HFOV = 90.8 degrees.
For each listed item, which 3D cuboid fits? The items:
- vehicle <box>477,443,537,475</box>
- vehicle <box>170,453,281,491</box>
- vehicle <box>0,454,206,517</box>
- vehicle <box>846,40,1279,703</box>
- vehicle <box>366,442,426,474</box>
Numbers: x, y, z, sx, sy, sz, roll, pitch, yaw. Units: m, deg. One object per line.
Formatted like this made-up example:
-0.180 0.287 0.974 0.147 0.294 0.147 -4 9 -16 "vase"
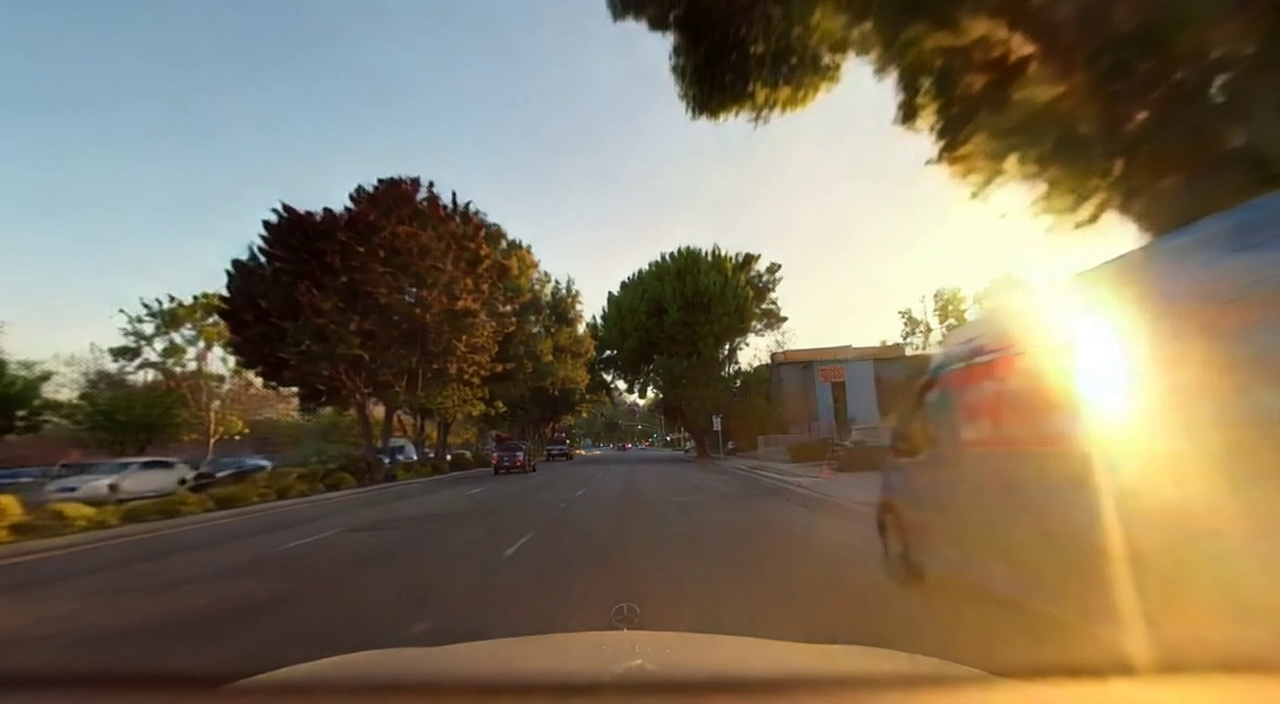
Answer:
-6.477 5.262 31.253 1.970 1.456 4.441 0 -9 1 "vehicle"
-17.754 5.124 27.333 1.849 1.457 4.308 0 -9 0 "vehicle"
-14.661 3.571 17.469 2.031 1.466 4.592 0 -9 0 "vehicle"
3.649 0.480 3.490 2.821 2.768 5.972 0 -9 -2 "vehicle"
-14.760 6.432 38.485 1.947 1.784 4.175 0 -9 0 "vehicle"
